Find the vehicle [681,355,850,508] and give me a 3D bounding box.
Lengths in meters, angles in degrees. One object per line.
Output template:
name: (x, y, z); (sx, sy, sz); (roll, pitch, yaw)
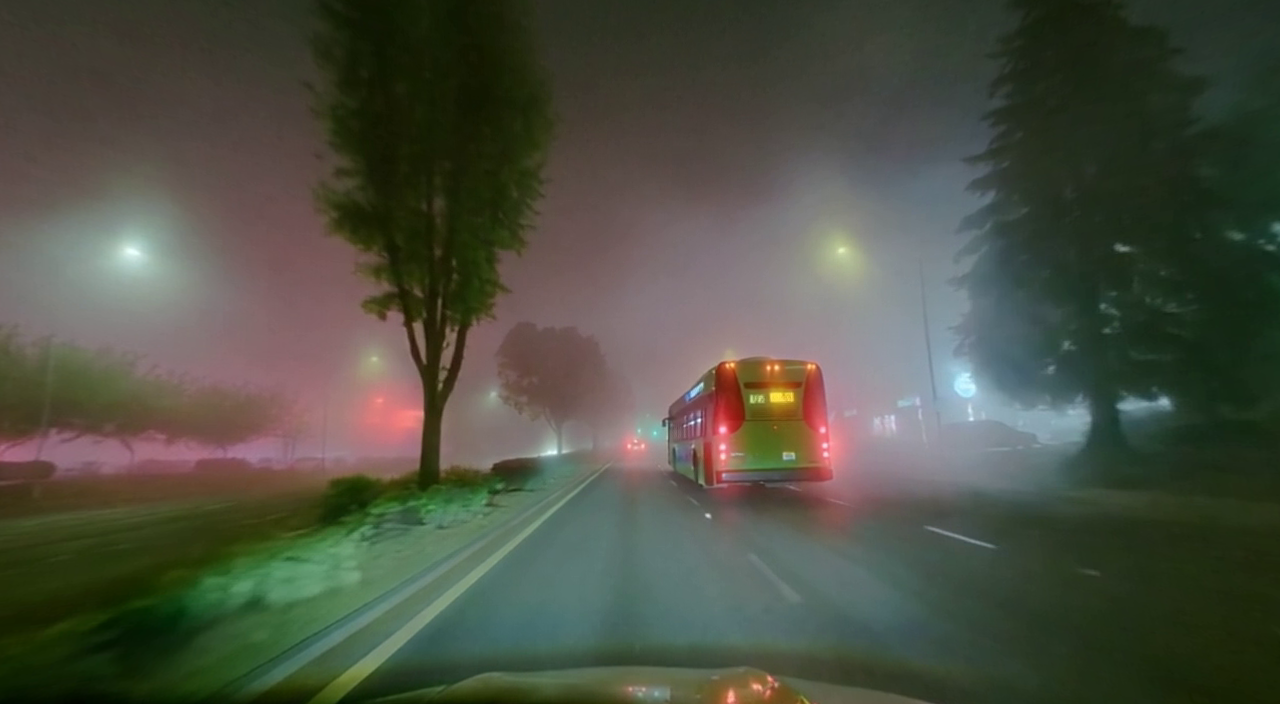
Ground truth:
vehicle: (3.024, 2.387, 18.383); (2.766, 3.306, 9.281); (0, -8, -2)
